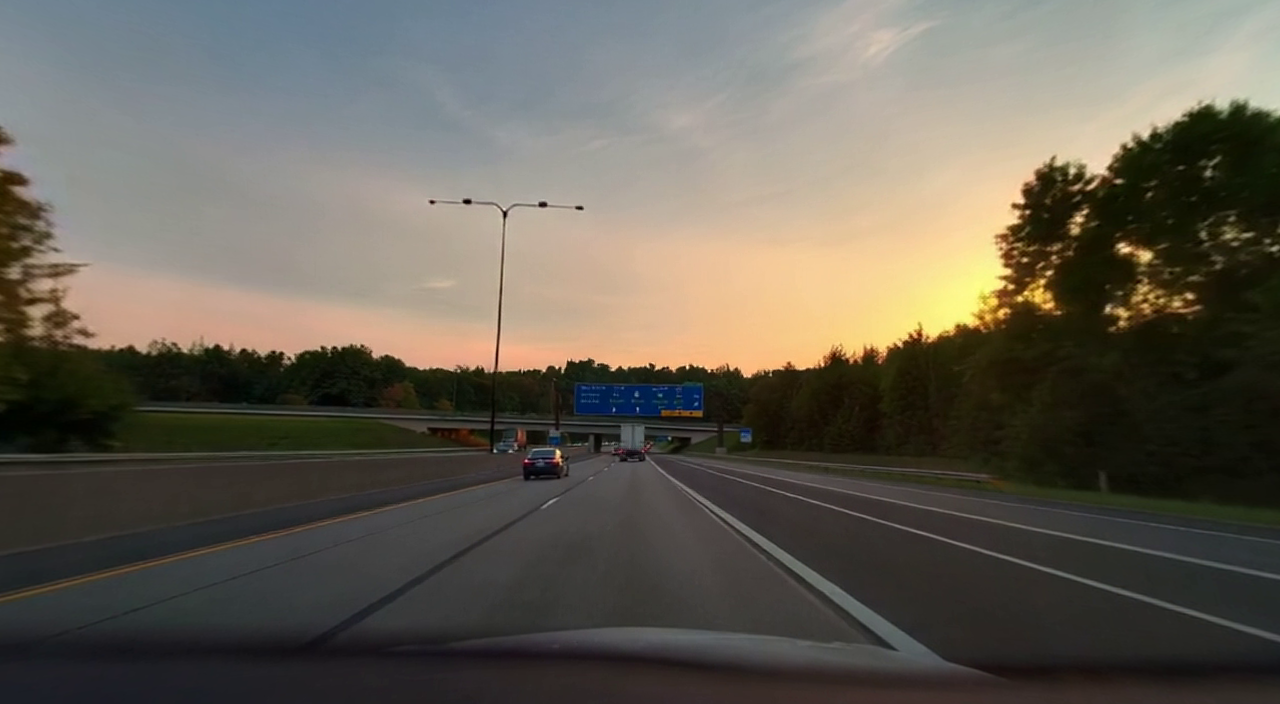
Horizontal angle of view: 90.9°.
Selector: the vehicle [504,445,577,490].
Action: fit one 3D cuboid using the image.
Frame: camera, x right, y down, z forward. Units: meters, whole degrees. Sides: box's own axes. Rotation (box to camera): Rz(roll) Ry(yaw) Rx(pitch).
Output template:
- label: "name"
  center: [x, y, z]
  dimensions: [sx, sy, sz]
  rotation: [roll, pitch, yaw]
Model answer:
- label: "vehicle"
  center: [-3.651, 4.339, 24.024]
  dimensions: [2.042, 1.526, 4.516]
  rotation: [0, -9, 0]
